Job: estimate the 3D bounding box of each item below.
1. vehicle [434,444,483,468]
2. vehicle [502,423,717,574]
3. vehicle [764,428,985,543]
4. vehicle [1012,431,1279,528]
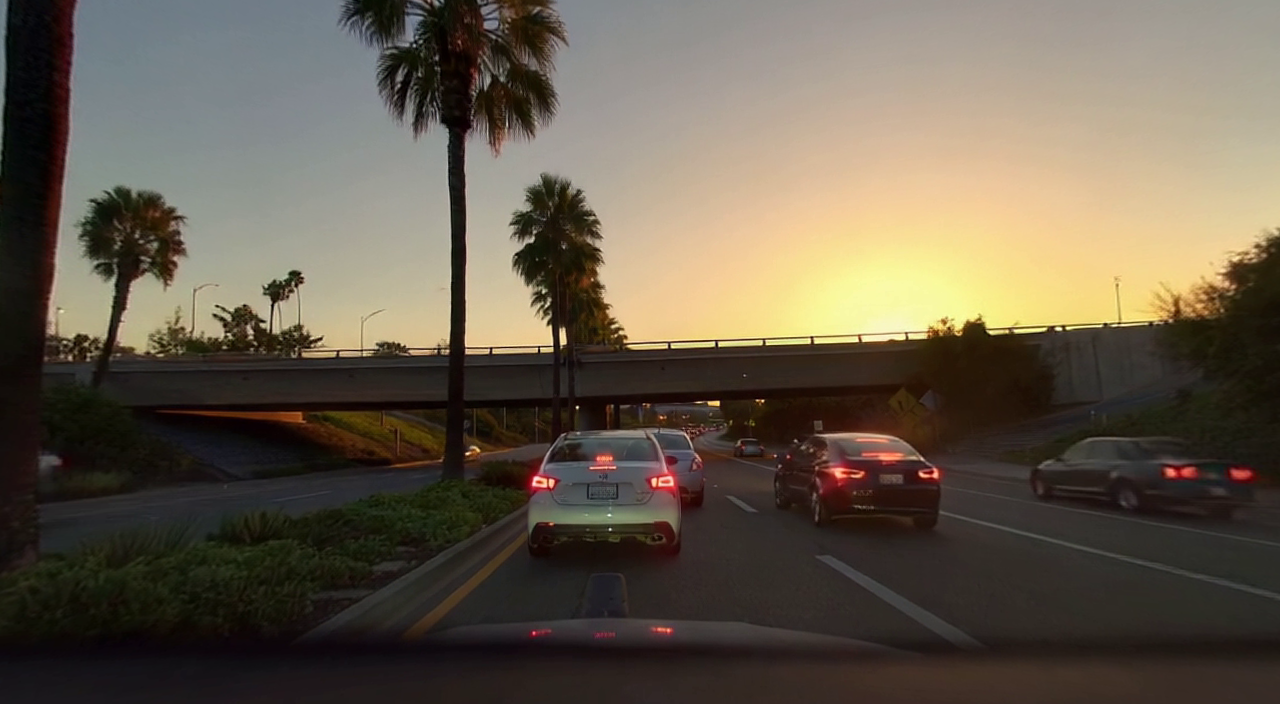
[{"bbox_3d":[-12.317,7.062,42.867,1.933,1.486,4.449,0,-9,1],"label":"vehicle"},{"bbox_3d":[-0.248,1.779,8.413,2.172,1.506,4.018,0,-9,2],"label":"vehicle"},{"bbox_3d":[3.624,2.151,10.875,2.034,1.517,4.840,0,-9,1],"label":"vehicle"},{"bbox_3d":[9.536,2.306,12.044,2.100,1.469,4.772,-1,-9,4],"label":"vehicle"}]
